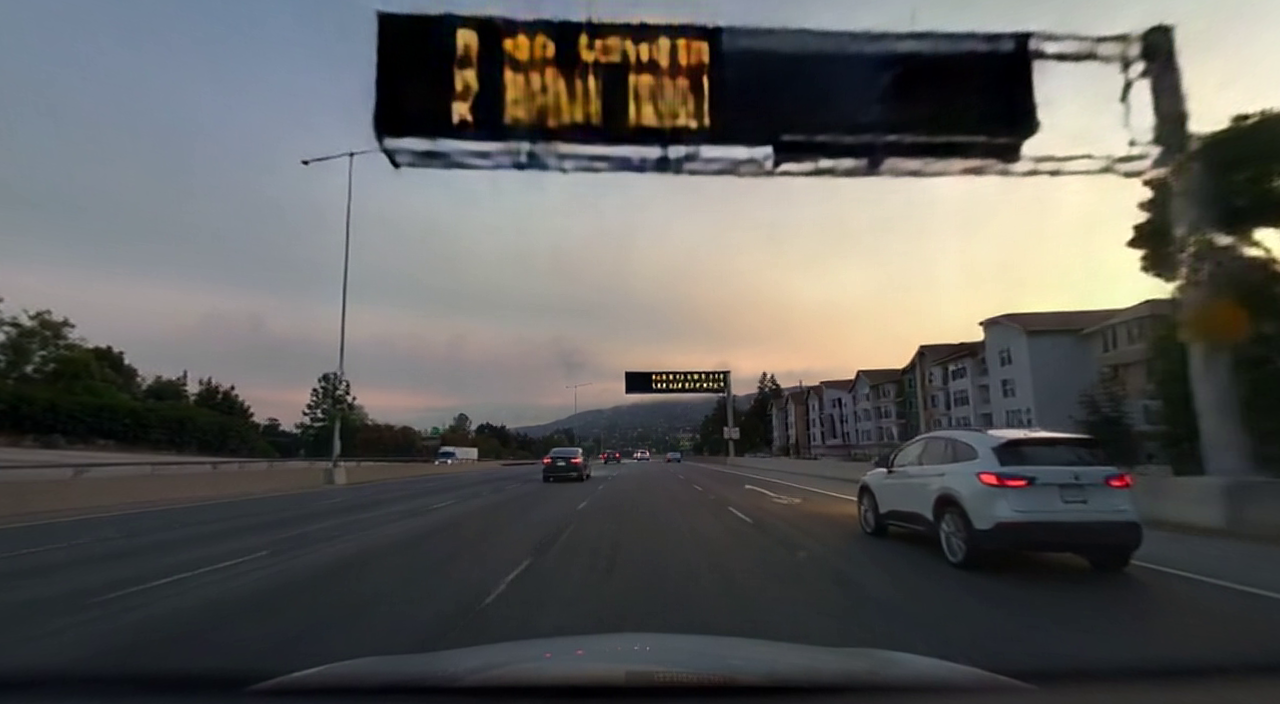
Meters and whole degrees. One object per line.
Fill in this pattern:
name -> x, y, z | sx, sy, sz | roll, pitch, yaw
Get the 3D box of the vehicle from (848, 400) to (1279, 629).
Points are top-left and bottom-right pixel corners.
vehicle -> 4.282, 1.596, 7.211 | 2.170, 1.733, 4.631 | 0, -9, 0

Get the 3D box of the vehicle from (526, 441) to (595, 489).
vehicle -> -3.095, 4.533, 25.558 | 2.075, 1.721, 4.763 | 0, -9, 1
